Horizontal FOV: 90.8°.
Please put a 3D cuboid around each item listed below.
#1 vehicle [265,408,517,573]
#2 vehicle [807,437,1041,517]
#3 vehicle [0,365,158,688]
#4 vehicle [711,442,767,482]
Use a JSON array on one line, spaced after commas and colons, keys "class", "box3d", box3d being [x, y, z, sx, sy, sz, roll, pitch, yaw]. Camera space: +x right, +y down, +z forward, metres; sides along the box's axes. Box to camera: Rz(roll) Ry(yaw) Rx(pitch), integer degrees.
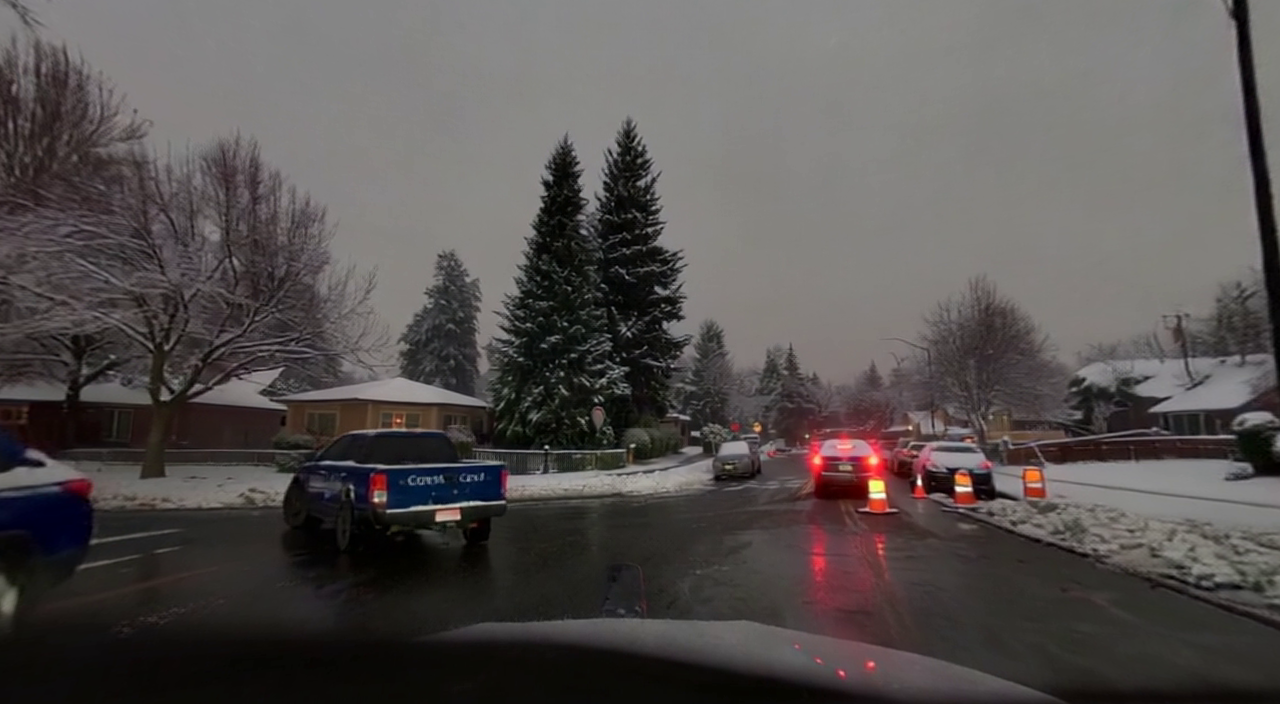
[{"class": "vehicle", "box3d": [-3.773, 1.824, 9.158, 2.350, 1.748, 4.094, 6, -10, -36]}, {"class": "vehicle", "box3d": [6.621, 2.850, 14.925, 4.656, 1.577, 2.099, 1, -8, -15]}, {"class": "vehicle", "box3d": [-4.819, 0.868, 2.547, 2.471, 1.892, 4.952, 1, -9, -10]}, {"class": "vehicle", "box3d": [4.811, 5.188, 30.241, 2.014, 1.742, 4.297, -3, -9, 16]}]
